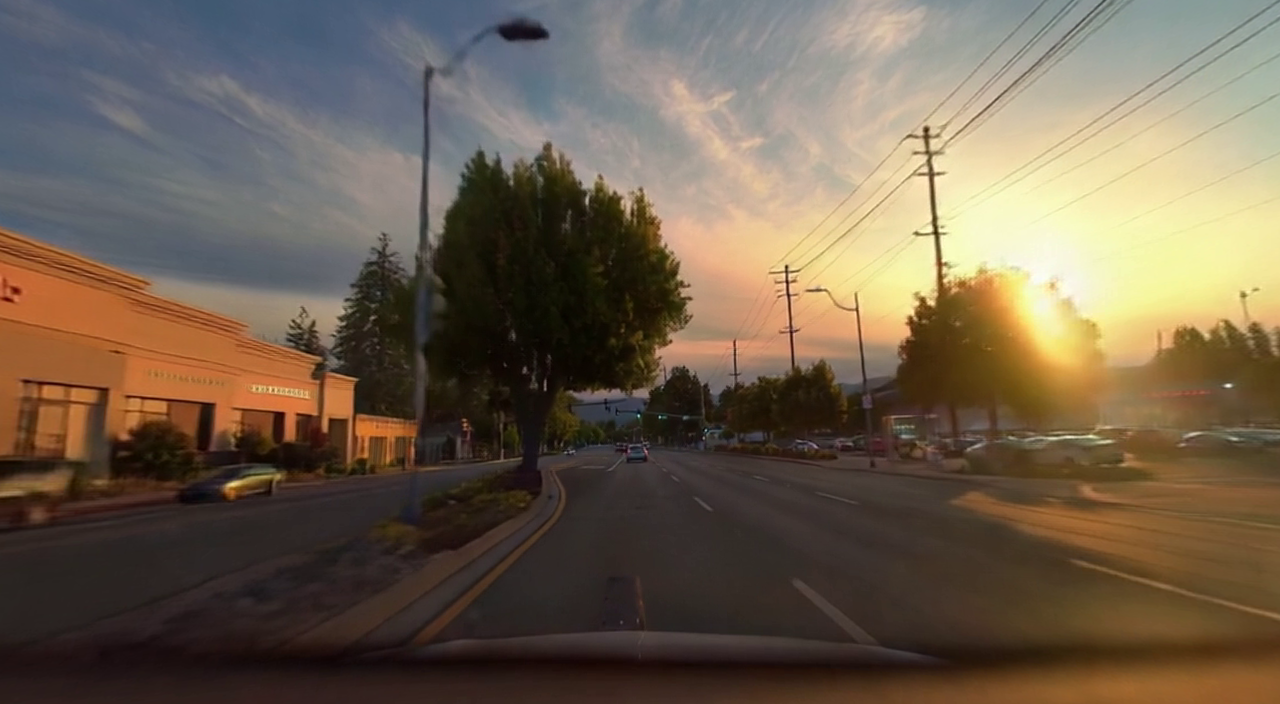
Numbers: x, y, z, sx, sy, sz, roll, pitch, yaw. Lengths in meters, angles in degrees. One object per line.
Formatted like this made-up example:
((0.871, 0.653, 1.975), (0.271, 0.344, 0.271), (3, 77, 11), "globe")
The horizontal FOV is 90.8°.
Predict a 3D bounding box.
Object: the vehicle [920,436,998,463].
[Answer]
((19.413, 5.917, 38.469), (4.238, 1.561, 1.922), (4, -9, -25), "vehicle")

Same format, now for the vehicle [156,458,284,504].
((-16.777, 5.129, 25.552), (1.888, 1.591, 4.431), (-1, -8, 4), "vehicle")

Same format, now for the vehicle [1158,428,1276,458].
((31.757, 5.035, 34.872), (4.446, 1.560, 1.943), (-1, -8, 2), "vehicle")

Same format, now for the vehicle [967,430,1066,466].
((19.158, 4.860, 32.123), (4.630, 1.704, 2.063), (4, -10, -27), "vehicle")

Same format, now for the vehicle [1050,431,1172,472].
((19.331, 4.053, 25.908), (4.731, 1.535, 2.079), (4, -10, -28), "vehicle")

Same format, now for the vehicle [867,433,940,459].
((20.091, 7.169, 48.185), (5.072, 1.887, 2.189), (4, -9, -24), "vehicle")
